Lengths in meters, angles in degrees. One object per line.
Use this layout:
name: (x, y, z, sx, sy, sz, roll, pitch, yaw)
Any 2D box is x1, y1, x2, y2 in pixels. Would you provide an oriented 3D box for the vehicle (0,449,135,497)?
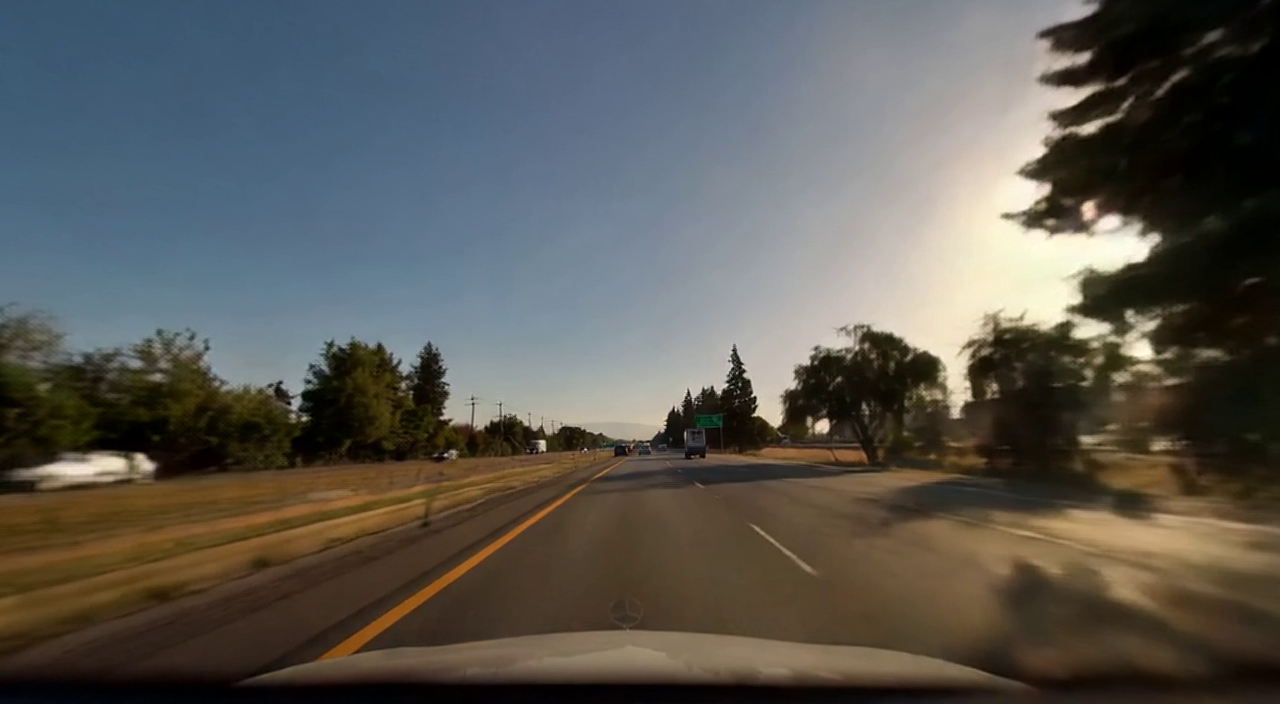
vehicle: (-24.416, 5.021, 26.564, 2.123, 1.748, 4.902, -1, -8, 1)
